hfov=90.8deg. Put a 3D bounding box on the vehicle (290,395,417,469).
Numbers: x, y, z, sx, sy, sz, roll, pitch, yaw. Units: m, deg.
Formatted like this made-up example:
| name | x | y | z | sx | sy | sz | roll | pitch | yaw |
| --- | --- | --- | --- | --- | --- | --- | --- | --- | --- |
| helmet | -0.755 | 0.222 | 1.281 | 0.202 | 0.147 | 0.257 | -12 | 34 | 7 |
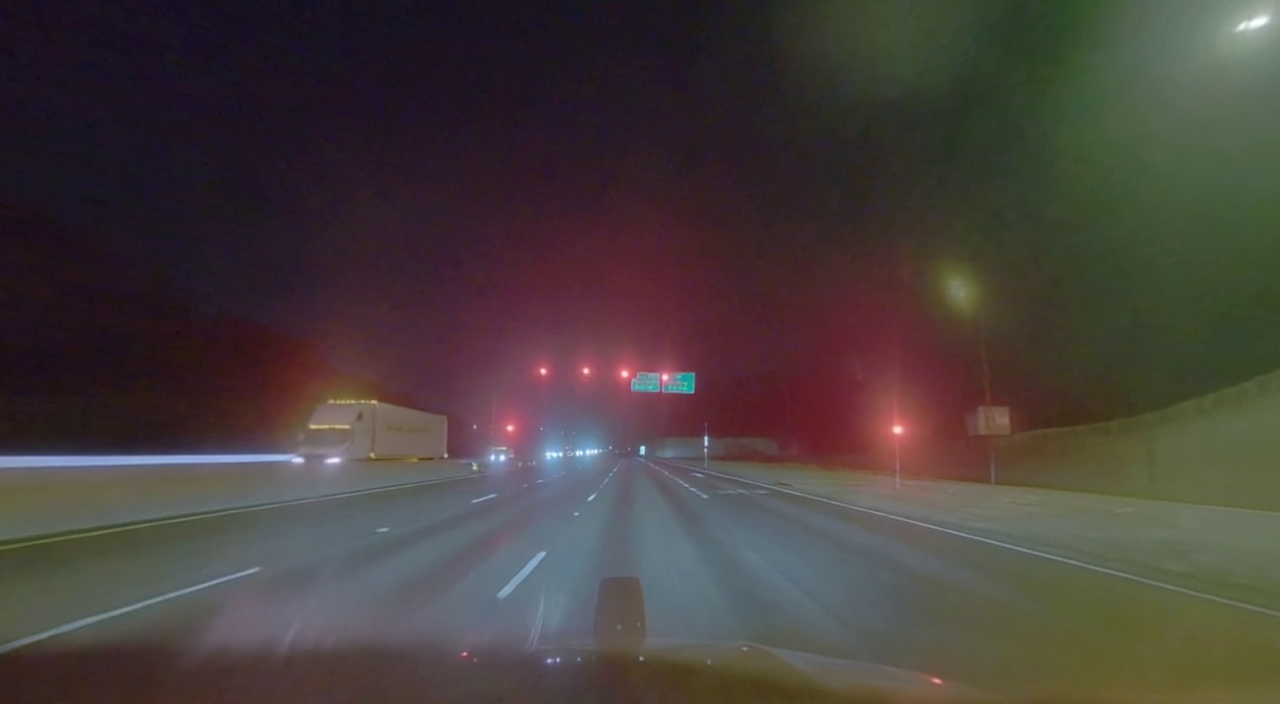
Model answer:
| name | x | y | z | sx | sy | sz | roll | pitch | yaw |
| --- | --- | --- | --- | --- | --- | --- | --- | --- | --- |
| vehicle | -16.520 | 4.903 | 37.584 | 3.030 | 3.757 | 10.391 | 0 | -9 | -2 |
